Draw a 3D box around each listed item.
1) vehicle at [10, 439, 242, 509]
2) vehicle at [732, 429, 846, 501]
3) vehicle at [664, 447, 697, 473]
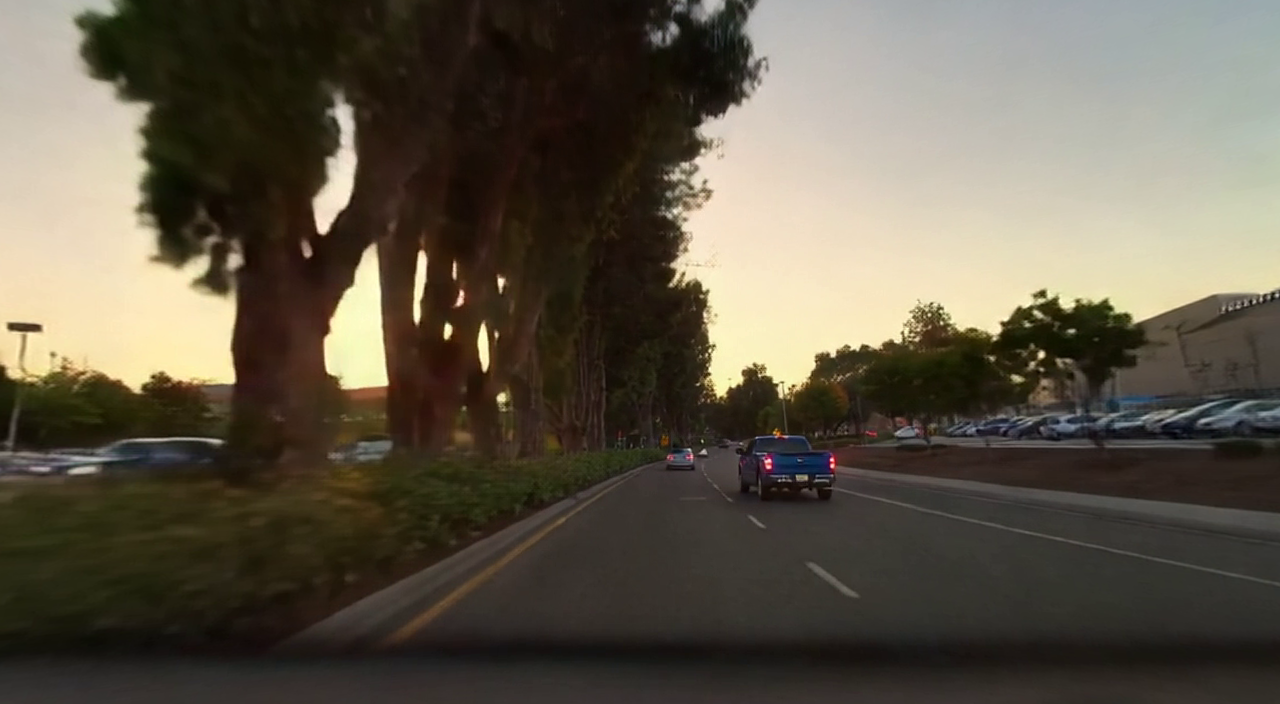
[{"bbox_3d":[-13.102,3.126,16.574,2.008,1.553,4.642,0,-9,3],"label":"vehicle"},{"bbox_3d":[4.461,3.514,19.973,2.367,1.919,5.651,0,-9,2],"label":"vehicle"},{"bbox_3d":[2.604,6.804,39.877,1.968,1.521,4.262,-1,-9,4],"label":"vehicle"}]
